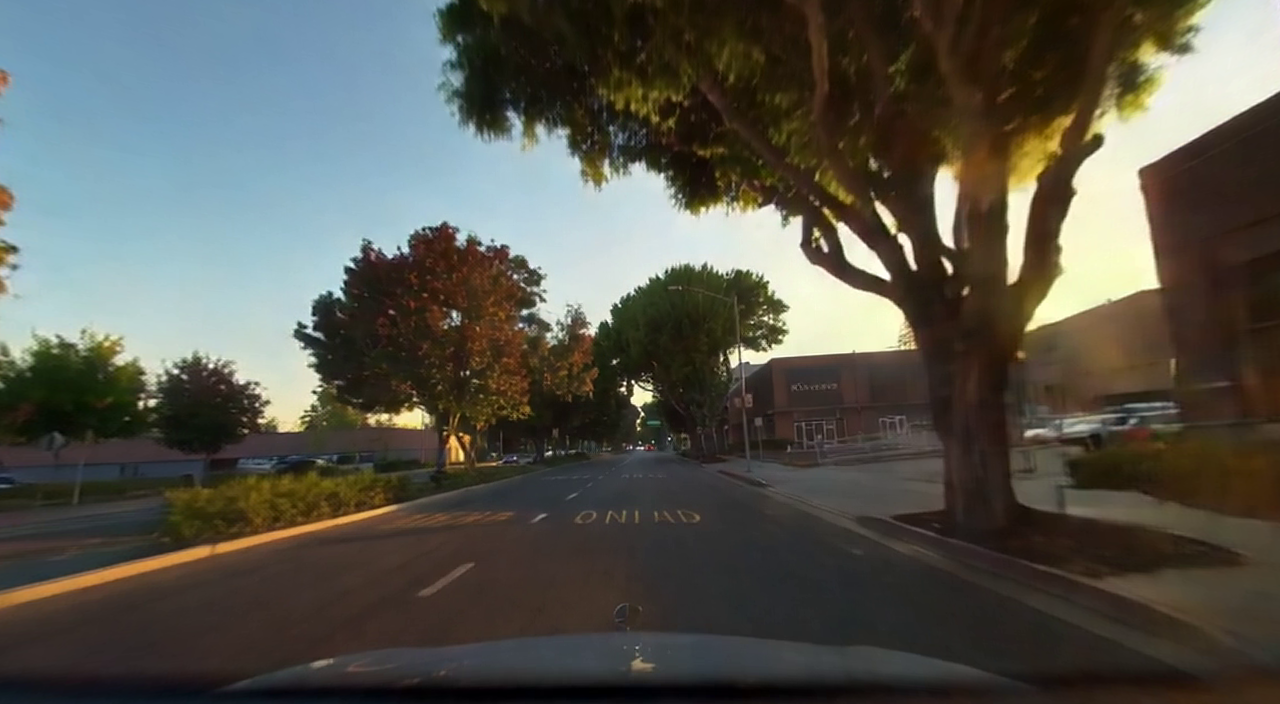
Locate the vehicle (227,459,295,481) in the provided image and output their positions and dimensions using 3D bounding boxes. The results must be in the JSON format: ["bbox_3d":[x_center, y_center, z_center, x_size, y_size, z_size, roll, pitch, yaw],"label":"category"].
[{"bbox_3d":[-27.721,8.634,45.974,3.797,1.527,1.830,0,-9,1],"label":"vehicle"}]
